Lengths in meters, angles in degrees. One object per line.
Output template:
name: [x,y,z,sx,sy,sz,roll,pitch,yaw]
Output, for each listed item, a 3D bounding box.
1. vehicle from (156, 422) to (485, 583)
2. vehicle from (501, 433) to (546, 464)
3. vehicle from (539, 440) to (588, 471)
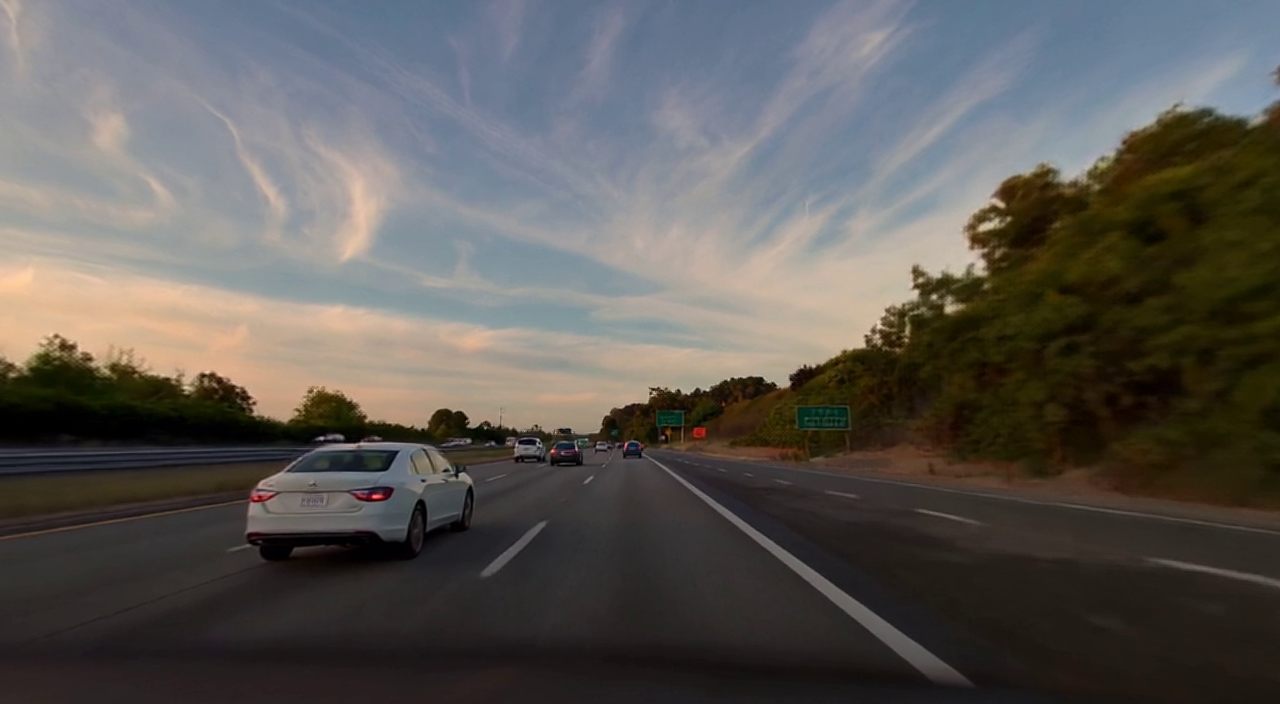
vehicle: [-3.581,1.754,8.266,2.025,1.506,4.429,0,-8,-1]
vehicle: [-7.911,6.625,43.337,2.171,1.982,5.246,0,-8,-1]
vehicle: [-3.942,5.391,33.229,2.068,1.501,4.395,0,-8,-1]
